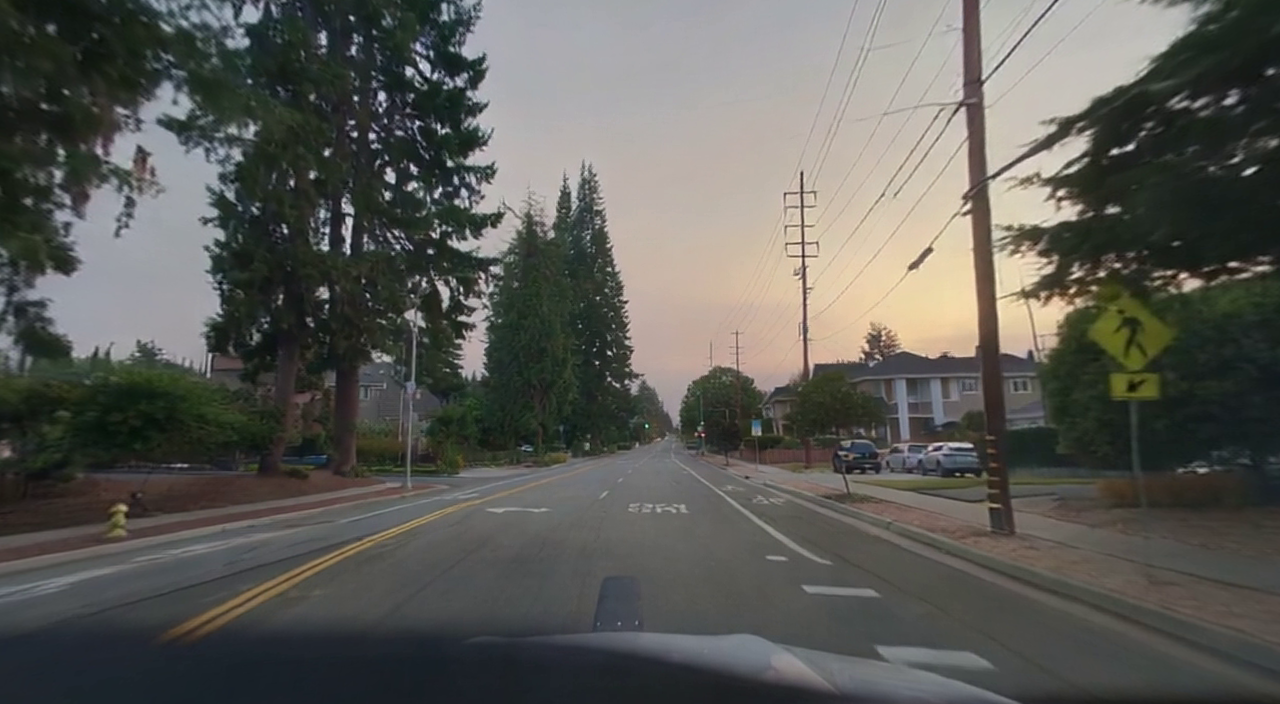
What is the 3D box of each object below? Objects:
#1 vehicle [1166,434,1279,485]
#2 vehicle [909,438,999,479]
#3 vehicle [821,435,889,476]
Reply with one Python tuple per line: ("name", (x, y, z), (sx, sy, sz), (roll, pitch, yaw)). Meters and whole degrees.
("vehicle", (21.528, 3.727, 22.095), (3.943, 1.664, 2.391), (-1, -8, 0))
("vehicle", (14.131, 4.825, 28.669), (1.935, 1.683, 4.669), (0, -9, 3))
("vehicle", (10.916, 5.287, 32.310), (1.912, 1.953, 4.651), (0, -9, 1))
